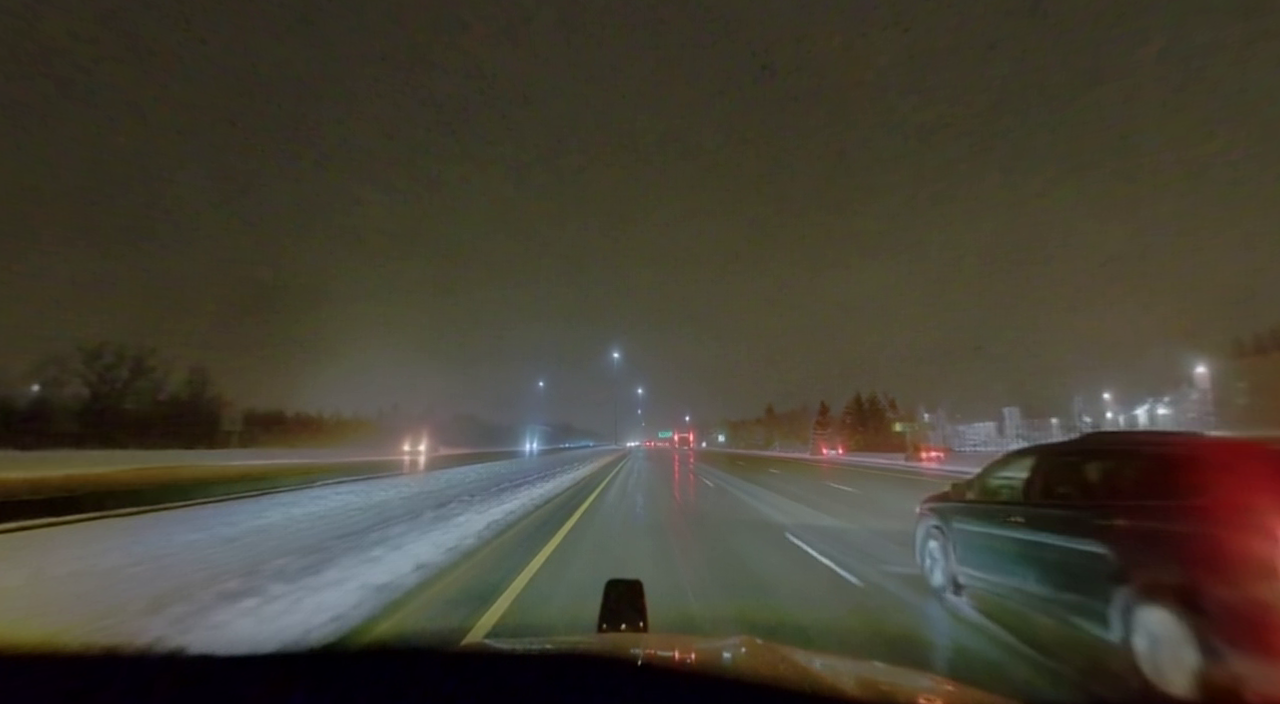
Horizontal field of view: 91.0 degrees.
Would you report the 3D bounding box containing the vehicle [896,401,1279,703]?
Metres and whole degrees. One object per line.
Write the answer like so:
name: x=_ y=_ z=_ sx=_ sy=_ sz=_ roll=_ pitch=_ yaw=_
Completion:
vehicle: x=3.492 y=1.124 z=3.714 sx=2.091 sy=1.482 sz=4.522 roll=0 pitch=-8 yaw=1
